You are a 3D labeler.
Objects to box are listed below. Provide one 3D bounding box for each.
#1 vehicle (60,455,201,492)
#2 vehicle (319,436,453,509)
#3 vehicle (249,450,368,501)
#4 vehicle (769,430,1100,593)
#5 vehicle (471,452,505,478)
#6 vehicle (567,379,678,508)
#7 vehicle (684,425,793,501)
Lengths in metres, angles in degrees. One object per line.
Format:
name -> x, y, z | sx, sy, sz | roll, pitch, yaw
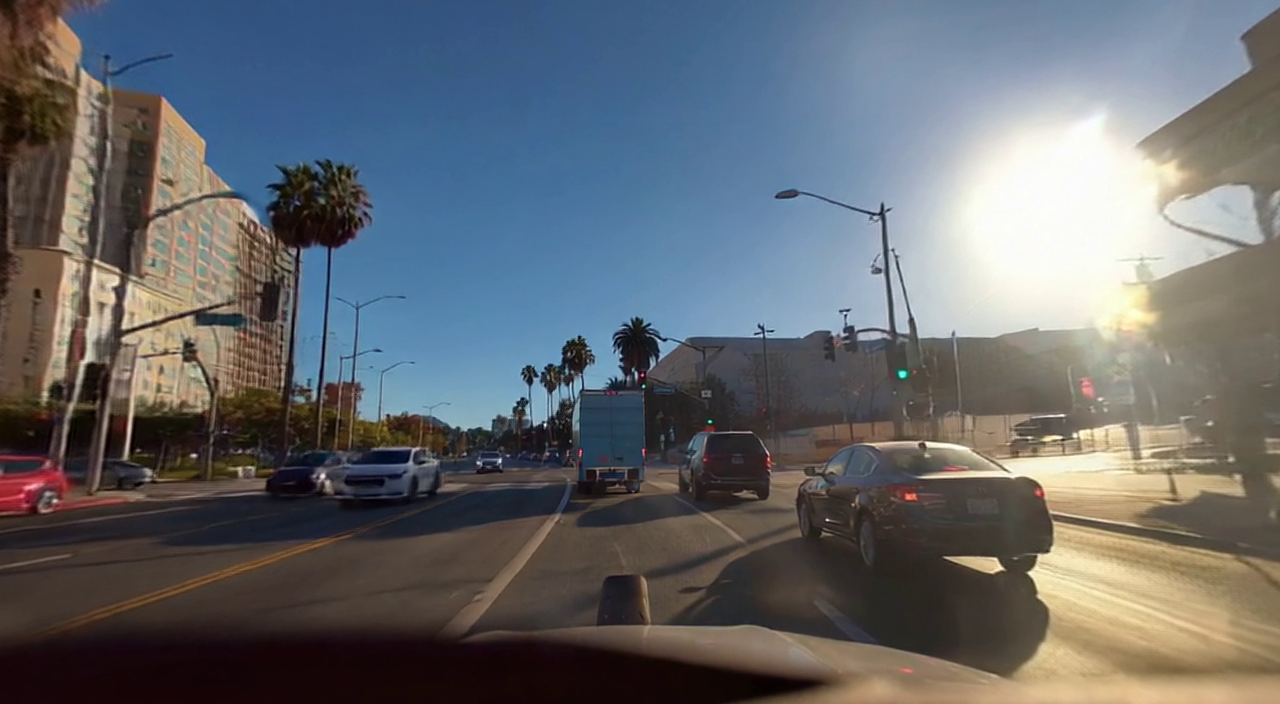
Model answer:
vehicle -> -22.471, 5.344, 27.790 | 4.585, 1.533, 1.996 | -1, -9, 4
vehicle -> -6.736, 3.212, 17.271 | 2.058, 1.730, 4.466 | 0, -9, -4
vehicle -> -11.285, 4.190, 21.803 | 1.975, 1.503, 4.533 | 1, -9, -5
vehicle -> 3.271, 1.850, 8.300 | 1.978, 1.507, 4.636 | 0, -8, -2
vehicle -> -9.836, 7.326, 40.771 | 1.878, 1.540, 3.939 | 1, -9, -10
vehicle -> -0.683, 2.549, 17.534 | 2.517, 2.926, 6.177 | 1, -9, -5
vehicle -> 2.749, 3.278, 19.071 | 2.157, 1.944, 5.423 | 0, -8, -3
